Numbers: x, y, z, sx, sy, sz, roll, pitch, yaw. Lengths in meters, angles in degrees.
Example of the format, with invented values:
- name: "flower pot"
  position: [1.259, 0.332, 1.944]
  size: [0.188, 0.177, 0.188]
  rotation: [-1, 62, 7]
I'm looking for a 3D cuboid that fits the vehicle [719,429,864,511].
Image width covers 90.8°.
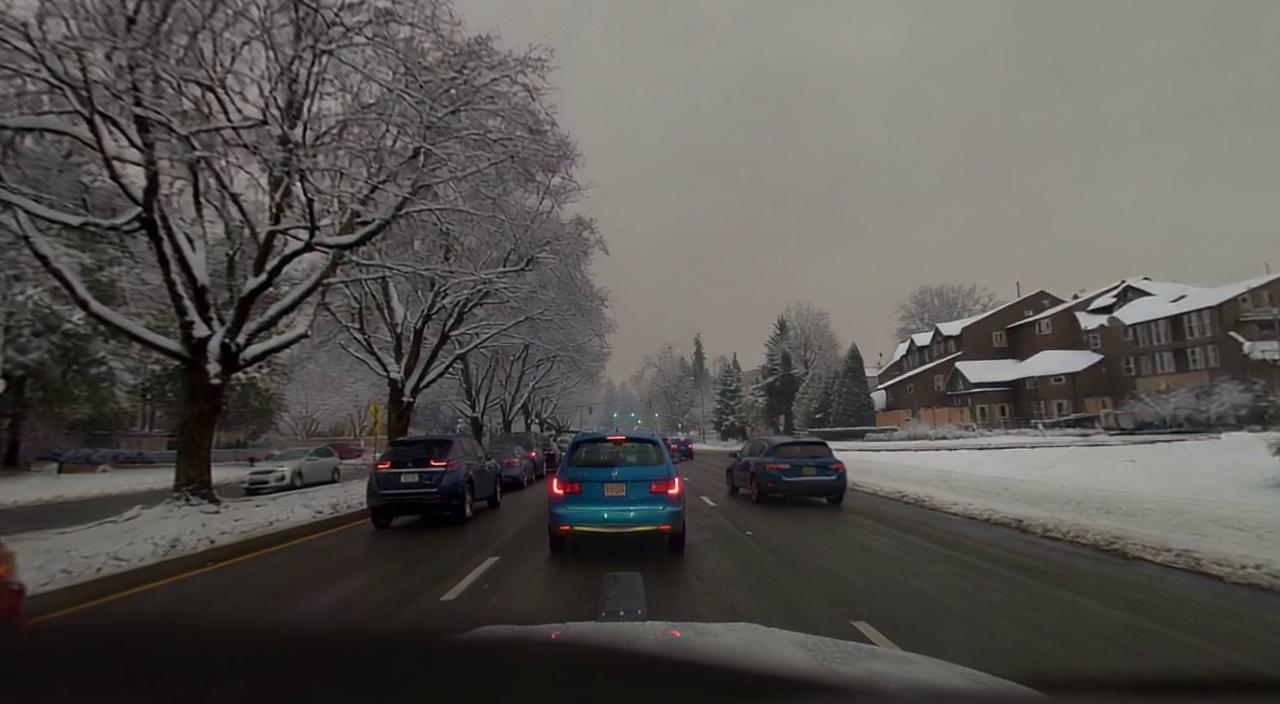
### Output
- name: "vehicle"
  position: [3.203, 2.611, 14.495]
  size: [2.056, 1.536, 4.678]
  rotation: [0, -8, -1]

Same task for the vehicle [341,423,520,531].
- name: "vehicle"
  position: [-3.665, 2.263, 12.025]
  size: [1.948, 1.668, 4.279]
  rotation: [0, -8, 0]

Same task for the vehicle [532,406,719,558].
- name: "vehicle"
  position: [-0.186, 1.768, 9.234]
  size: [2.112, 1.693, 4.058]
  rotation: [0, -8, -1]

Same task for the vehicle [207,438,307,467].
- name: "vehicle"
  position: [-28.483, 7.475, 47.260]
  size: [5.856, 2.096, 2.481]
  rotation: [3, -9, -18]

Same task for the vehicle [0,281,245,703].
- name: "vehicle"
  position: [-3.529, 0.558, 1.300]
  size: [2.304, 1.928, 4.833]
  rotation: [0, -8, 0]
